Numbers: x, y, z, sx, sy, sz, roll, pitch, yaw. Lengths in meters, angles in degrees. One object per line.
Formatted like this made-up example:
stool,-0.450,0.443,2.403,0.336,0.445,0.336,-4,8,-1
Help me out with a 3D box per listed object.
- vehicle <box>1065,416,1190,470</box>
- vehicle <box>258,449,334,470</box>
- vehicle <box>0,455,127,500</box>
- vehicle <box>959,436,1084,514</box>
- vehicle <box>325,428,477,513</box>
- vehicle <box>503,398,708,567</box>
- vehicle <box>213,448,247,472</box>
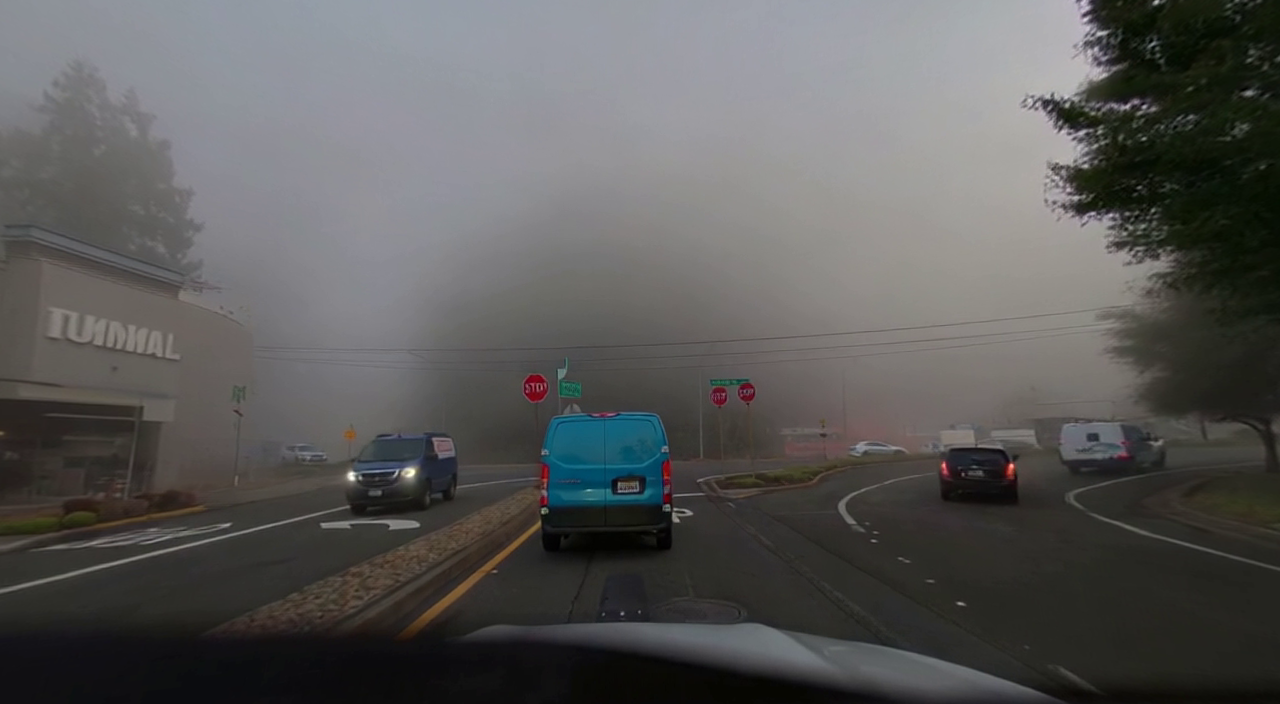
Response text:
vehicle,19.722,3.699,25.517,4.946,1.973,2.204,5,-10,-31
vehicle,-26.128,8.164,48.091,4.670,1.472,1.851,1,-9,-8
vehicle,-21.417,4.463,22.877,2.038,1.392,4.362,0,-9,-1
vehicle,8.817,2.800,14.969,2.079,1.504,4.828,-4,-10,27
vehicle,-5.511,2.780,15.323,1.985,1.710,4.651,0,-9,-2
vehicle,-0.315,1.769,9.257,2.237,1.828,4.546,0,-9,2
vehicle,-29.927,7.850,46.200,1.913,1.682,4.120,5,-10,-31
